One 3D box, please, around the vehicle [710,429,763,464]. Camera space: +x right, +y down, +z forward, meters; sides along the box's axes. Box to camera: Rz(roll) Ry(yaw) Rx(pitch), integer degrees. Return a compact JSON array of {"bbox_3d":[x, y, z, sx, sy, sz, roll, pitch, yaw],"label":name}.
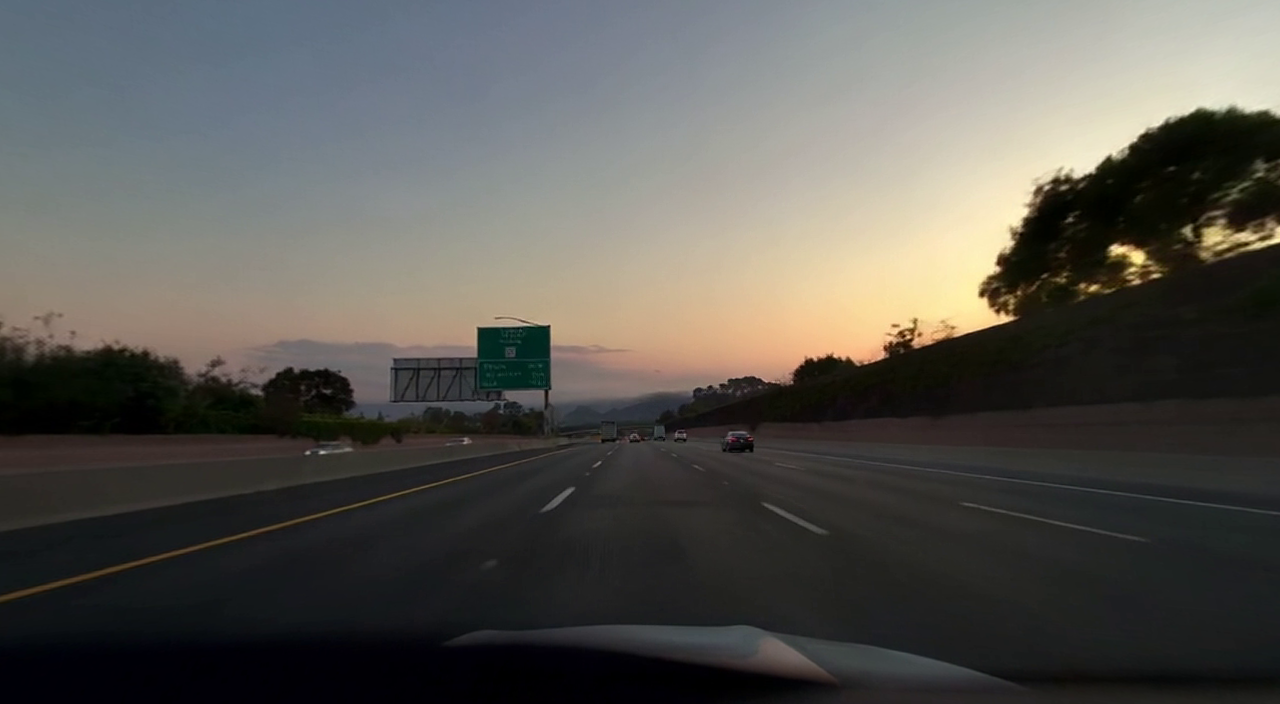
[{"bbox_3d":[4.413,4.360,29.300,1.802,1.492,3.804,0,-8,-1],"label":"vehicle"}]
